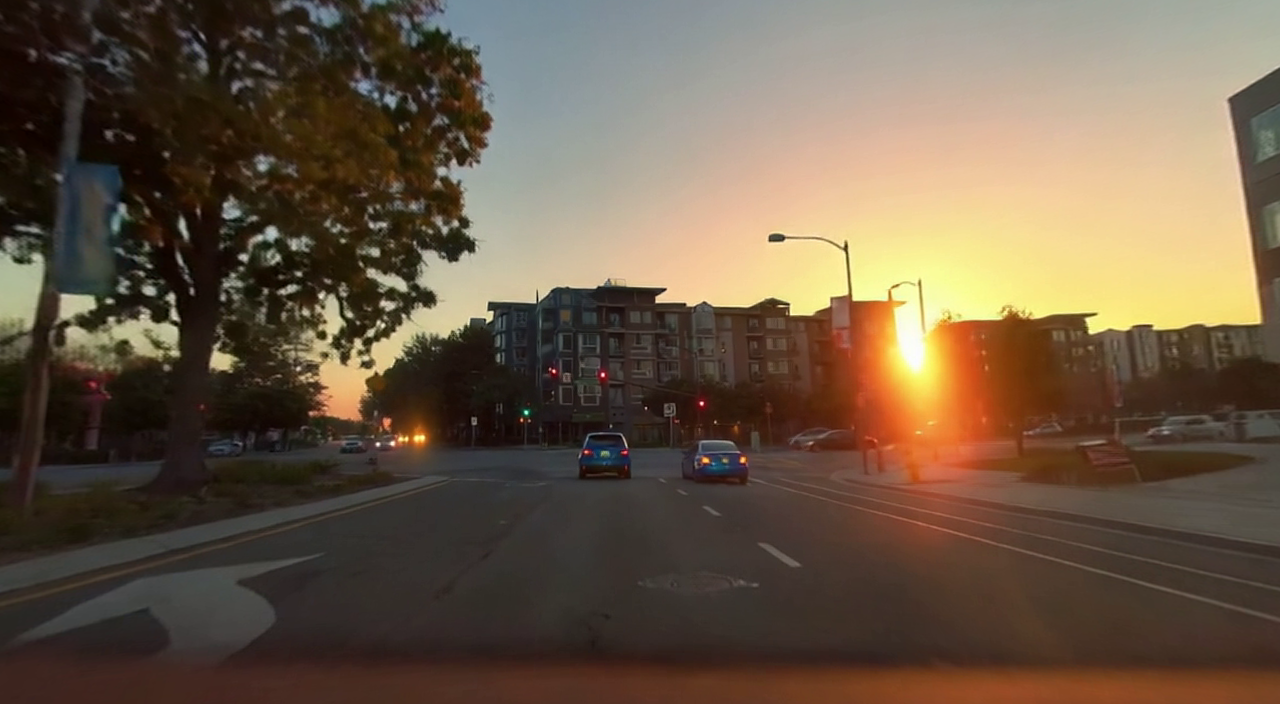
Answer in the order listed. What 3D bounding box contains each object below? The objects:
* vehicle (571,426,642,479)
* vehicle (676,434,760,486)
[{"bbox_3d":[-1.286,3.610,22.714,2.317,1.713,4.231,1,-9,-5],"label":"vehicle"},{"bbox_3d":[2.420,3.512,20.790,1.918,1.479,4.468,1,-9,-3],"label":"vehicle"}]
